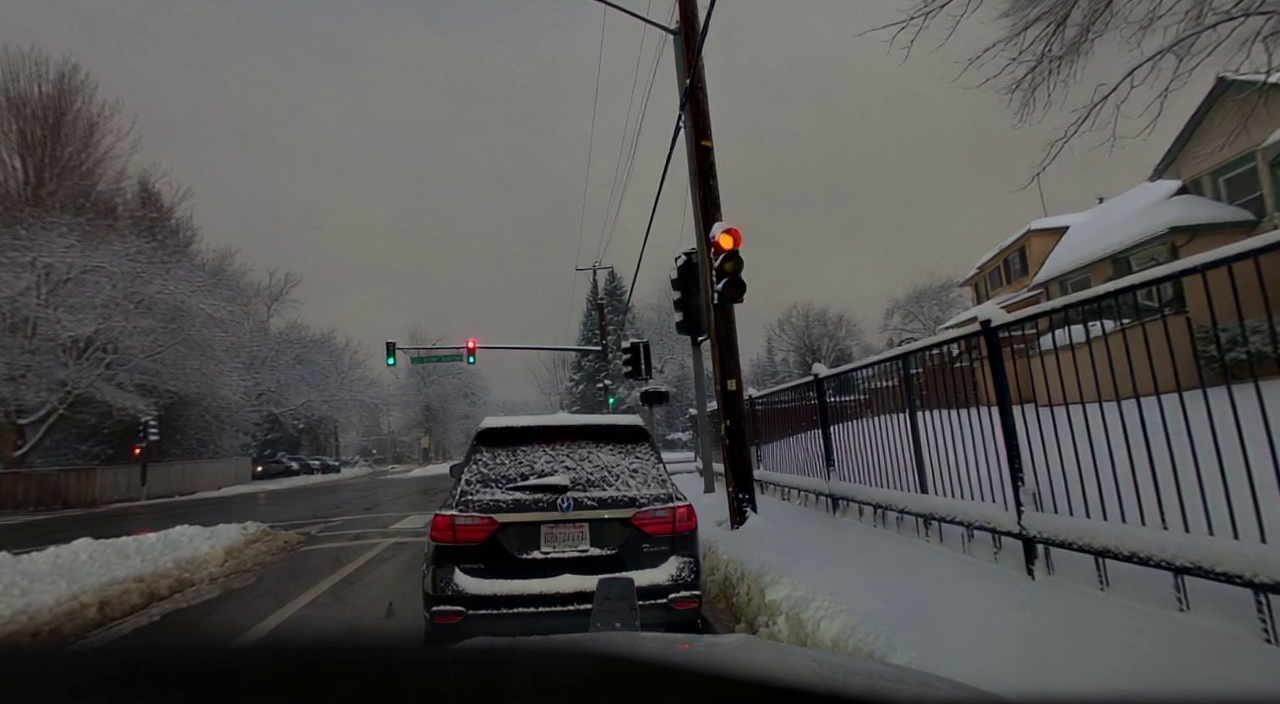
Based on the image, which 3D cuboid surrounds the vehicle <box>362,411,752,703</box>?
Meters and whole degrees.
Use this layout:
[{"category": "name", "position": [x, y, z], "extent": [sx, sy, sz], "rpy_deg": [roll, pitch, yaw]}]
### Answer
[{"category": "vehicle", "position": [-0.678, 1.349, 5.220], "extent": [2.024, 1.502, 3.702], "rpy_deg": [1, -9, -9]}]
